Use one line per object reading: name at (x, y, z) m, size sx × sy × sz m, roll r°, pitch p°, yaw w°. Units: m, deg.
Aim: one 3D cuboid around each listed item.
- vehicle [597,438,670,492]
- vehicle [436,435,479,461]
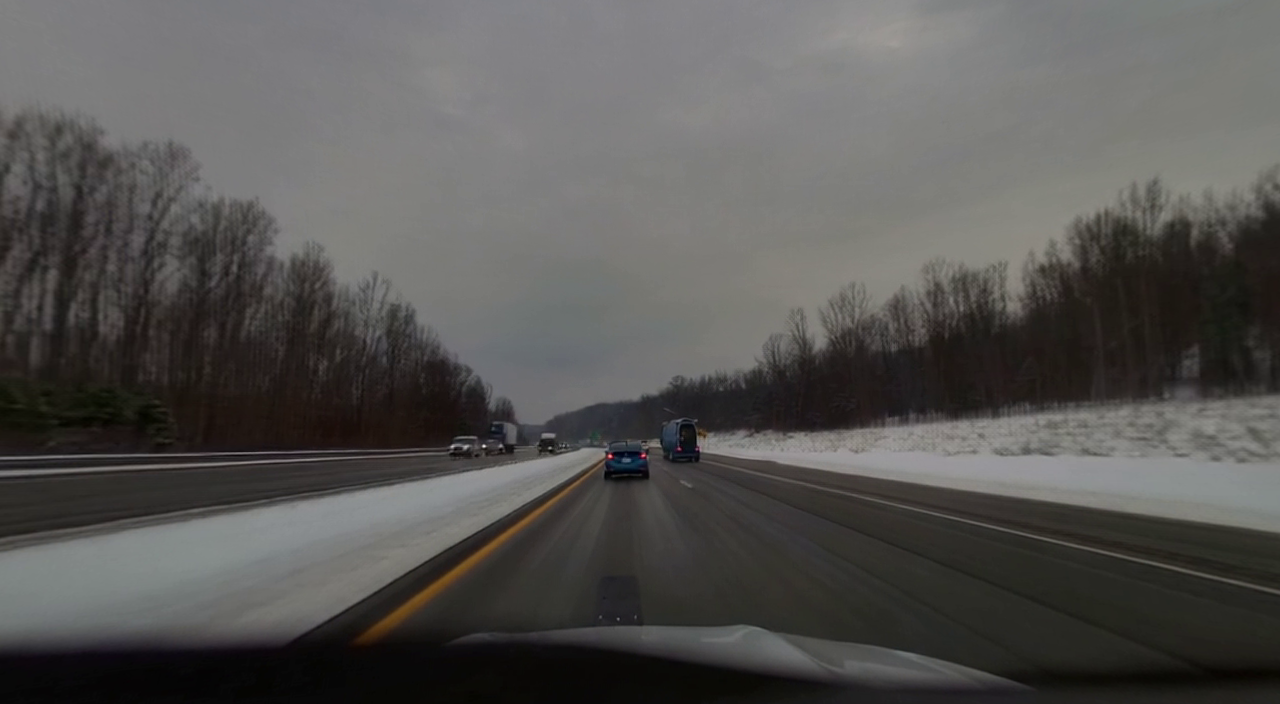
vehicle at (-0.227, 3.557, 20.057) m, size 2.099 × 1.506 × 4.097 m, roll 0°, pitch -9°, yaw -1°
vehicle at (-14.005, 7.433, 48.362) m, size 2.059 × 1.899 × 4.680 m, roll 0°, pitch -9°, yaw -1°
